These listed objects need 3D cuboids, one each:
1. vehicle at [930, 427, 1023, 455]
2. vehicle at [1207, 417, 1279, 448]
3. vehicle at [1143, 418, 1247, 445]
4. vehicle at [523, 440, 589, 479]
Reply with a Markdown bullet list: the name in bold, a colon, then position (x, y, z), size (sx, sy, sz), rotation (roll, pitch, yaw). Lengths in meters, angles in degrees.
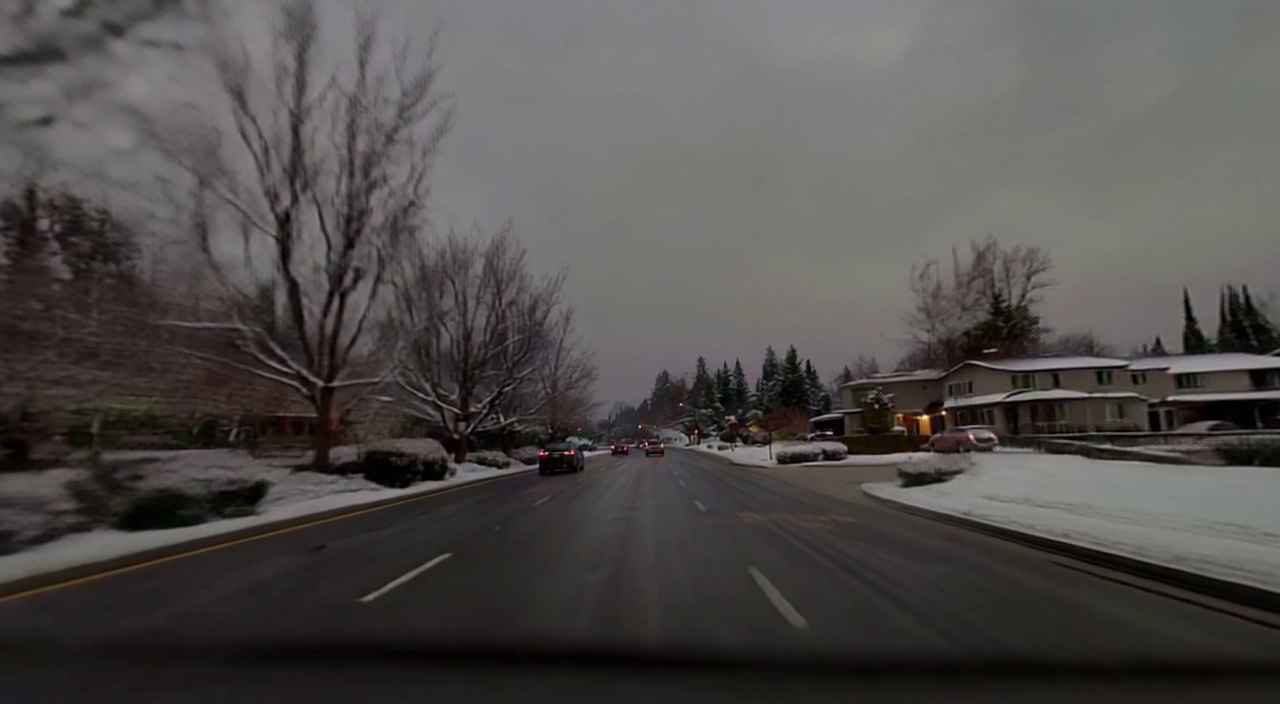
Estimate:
- **vehicle**: position (19.914, 5.302, 37.274), size (4.364, 1.609, 1.917), rotation (-1, -9, 7)
- **vehicle**: position (31.805, 4.065, 31.496), size (4.570, 1.521, 1.887), rotation (-1, -9, 9)
- **vehicle**: position (32.828, 4.723, 37.232), size (4.151, 1.525, 1.875), rotation (-1, -9, 6)
- **vehicle**: position (-3.417, 4.501, 26.513), size (2.036, 1.478, 4.508), rotation (0, -9, 2)
